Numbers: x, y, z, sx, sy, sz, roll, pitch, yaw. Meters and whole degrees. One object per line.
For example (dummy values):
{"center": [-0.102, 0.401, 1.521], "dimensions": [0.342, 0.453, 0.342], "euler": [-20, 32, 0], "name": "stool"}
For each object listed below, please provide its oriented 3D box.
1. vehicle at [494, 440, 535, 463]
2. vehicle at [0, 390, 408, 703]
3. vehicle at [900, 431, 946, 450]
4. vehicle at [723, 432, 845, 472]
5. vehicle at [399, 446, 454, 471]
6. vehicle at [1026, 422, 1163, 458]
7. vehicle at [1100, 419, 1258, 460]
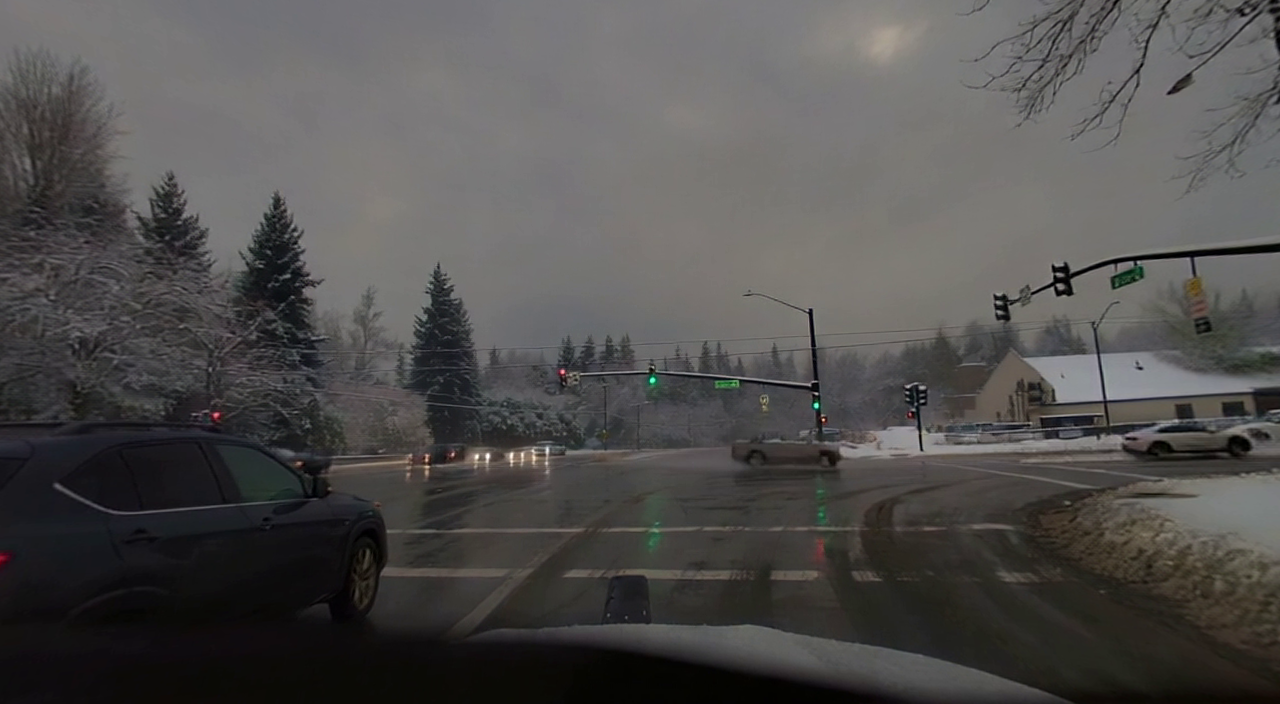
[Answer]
{"center": [-9.684, 7.712, 48.982], "dimensions": [1.905, 1.724, 4.449], "euler": [-1, -8, 5], "name": "vehicle"}
{"center": [-2.944, 1.000, 2.830], "dimensions": [1.924, 1.482, 4.734], "euler": [0, -8, 1], "name": "vehicle"}
{"center": [22.448, 6.993, 49.860], "dimensions": [1.930, 1.410, 4.313], "euler": [-8, -12, 43], "name": "vehicle"}
{"center": [5.706, 3.956, 25.060], "dimensions": [4.364, 1.450, 1.841], "euler": [-4, -9, 26], "name": "vehicle"}
{"center": [-14.003, 6.986, 41.537], "dimensions": [1.935, 1.554, 3.995], "euler": [-1, -8, 5], "name": "vehicle"}
{"center": [19.902, 3.861, 27.729], "dimensions": [4.552, 1.492, 2.002], "euler": [0, -9, -4], "name": "vehicle"}
{"center": [20.658, 3.382, 24.319], "dimensions": [4.180, 1.478, 1.986], "euler": [0, -8, 1], "name": "vehicle"}
